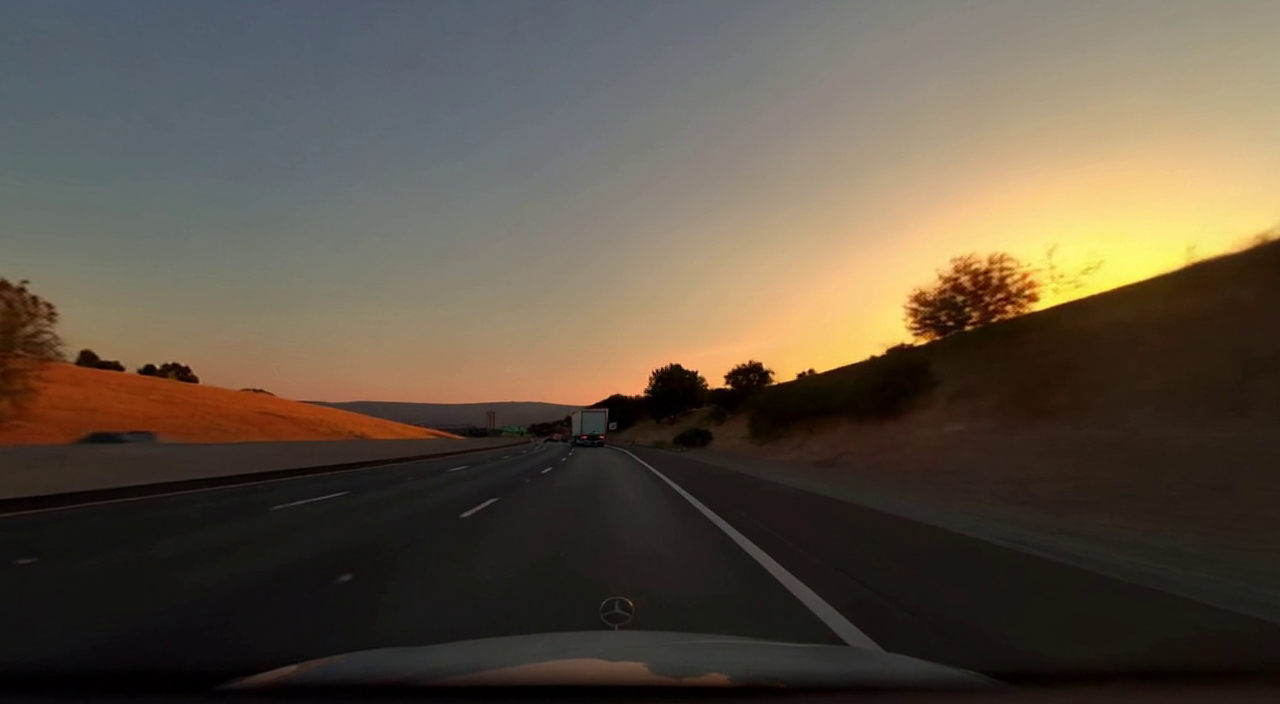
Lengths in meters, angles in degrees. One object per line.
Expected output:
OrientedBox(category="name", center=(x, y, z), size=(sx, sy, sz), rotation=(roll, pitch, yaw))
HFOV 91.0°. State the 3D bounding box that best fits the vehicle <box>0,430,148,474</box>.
OrientedBox(category="vehicle", center=(-21.579, 3.801, 24.219), size=(1.819, 1.486, 4.460), rotation=(0, -8, -3))
